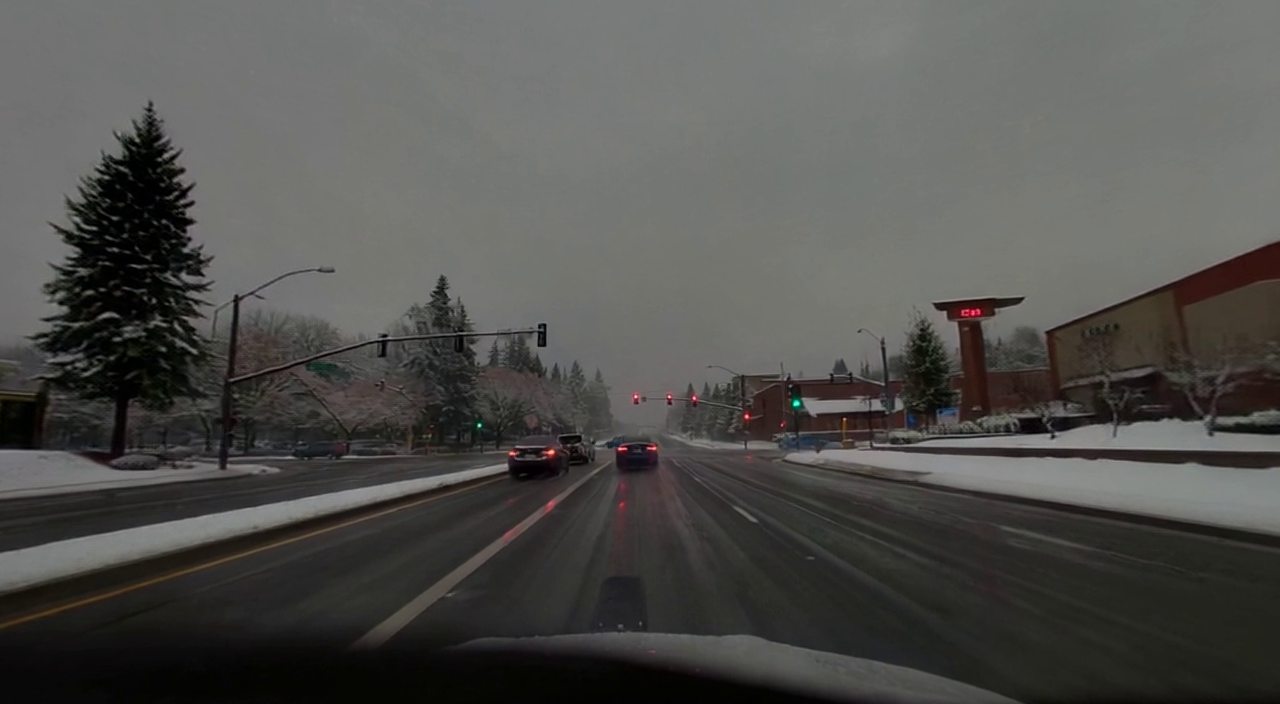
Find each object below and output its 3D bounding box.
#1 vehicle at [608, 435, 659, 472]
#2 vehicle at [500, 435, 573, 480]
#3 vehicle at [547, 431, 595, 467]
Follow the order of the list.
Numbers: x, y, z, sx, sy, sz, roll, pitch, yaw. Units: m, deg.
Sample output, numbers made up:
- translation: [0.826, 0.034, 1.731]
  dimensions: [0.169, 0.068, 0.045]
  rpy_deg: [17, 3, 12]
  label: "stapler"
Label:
- translation: [-0.286, 4.424, 27.623]
  dimensions: [2.066, 1.482, 3.923]
  rpy_deg: [0, -8, 0]
  label: "vehicle"
- translation: [-3.722, 3.877, 23.430]
  dimensions: [1.942, 1.497, 4.561]
  rpy_deg: [0, -8, 0]
  label: "vehicle"
- translation: [-3.614, 5.207, 33.907]
  dimensions: [2.029, 1.752, 4.420]
  rpy_deg: [0, -8, 0]
  label: "vehicle"
